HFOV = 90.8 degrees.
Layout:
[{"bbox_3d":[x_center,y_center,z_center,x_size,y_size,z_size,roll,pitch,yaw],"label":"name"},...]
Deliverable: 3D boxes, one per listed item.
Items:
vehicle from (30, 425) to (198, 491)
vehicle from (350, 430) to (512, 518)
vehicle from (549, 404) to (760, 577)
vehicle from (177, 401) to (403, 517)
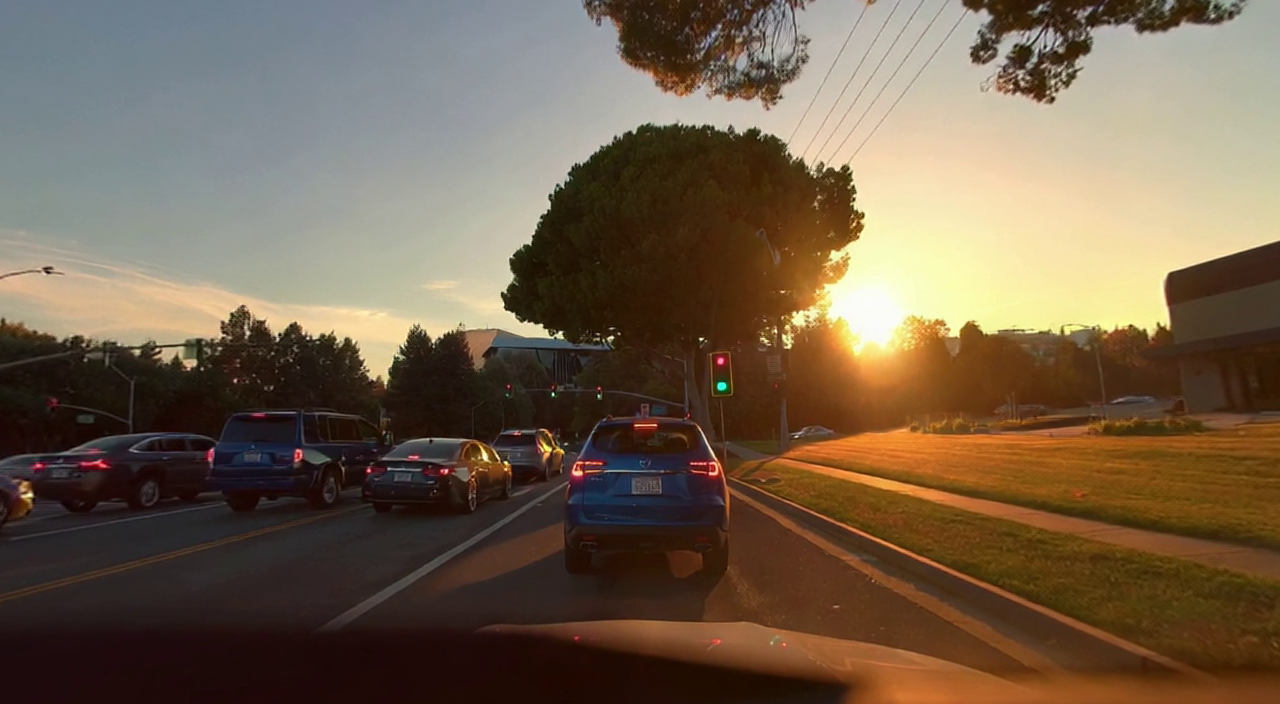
[{"bbox_3d":[-17.678,3.575,21.589,2.136,1.976,4.342,0,-9,-4],"label":"vehicle"},{"bbox_3d":[-4.087,2.453,13.208,1.942,1.523,4.212,0,-9,0],"label":"vehicle"},{"bbox_3d":[0.102,1.676,8.400,2.055,1.681,4.270,0,-9,-1],"label":"vehicle"},{"bbox_3d":[-7.403,2.348,14.245,2.195,2.093,5.185,0,-9,-2],"label":"vehicle"}]
